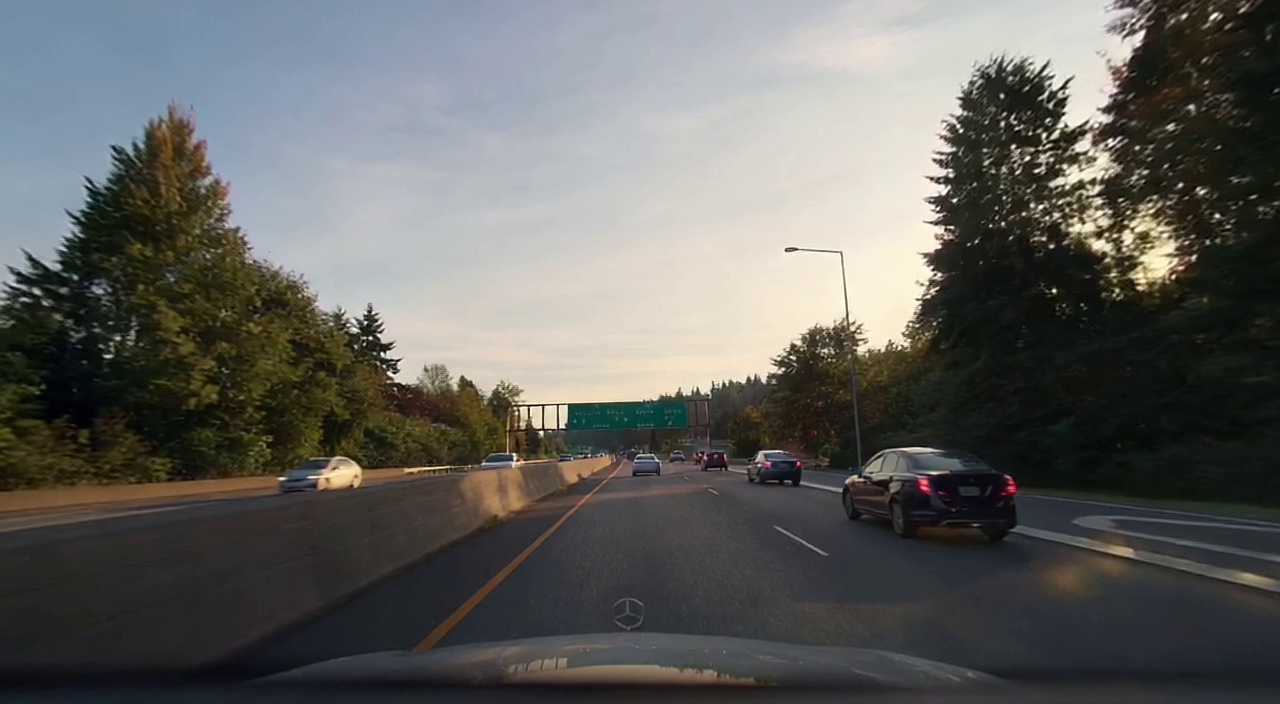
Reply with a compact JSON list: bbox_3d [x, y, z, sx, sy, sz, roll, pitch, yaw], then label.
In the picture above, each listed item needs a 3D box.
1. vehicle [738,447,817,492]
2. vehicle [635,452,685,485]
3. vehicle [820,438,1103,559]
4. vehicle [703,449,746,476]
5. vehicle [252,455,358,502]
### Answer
[{"bbox_3d":[4.875,4.222,23.058,1.827,1.462,4.697,0,-9,0],"label":"vehicle"},{"bbox_3d":[0.838,5.032,27.474,2.012,1.320,3.777,0,-9,1],"label":"vehicle"},{"bbox_3d":[4.570,2.142,9.991,2.007,1.451,4.587,0,-9,-1],"label":"vehicle"},{"bbox_3d":[4.929,6.514,37.382,1.952,1.495,3.740,0,-9,-1],"label":"vehicle"},{"bbox_3d":[-12.356,4.655,23.575,1.805,1.550,3.877,0,-9,0],"label":"vehicle"}]
